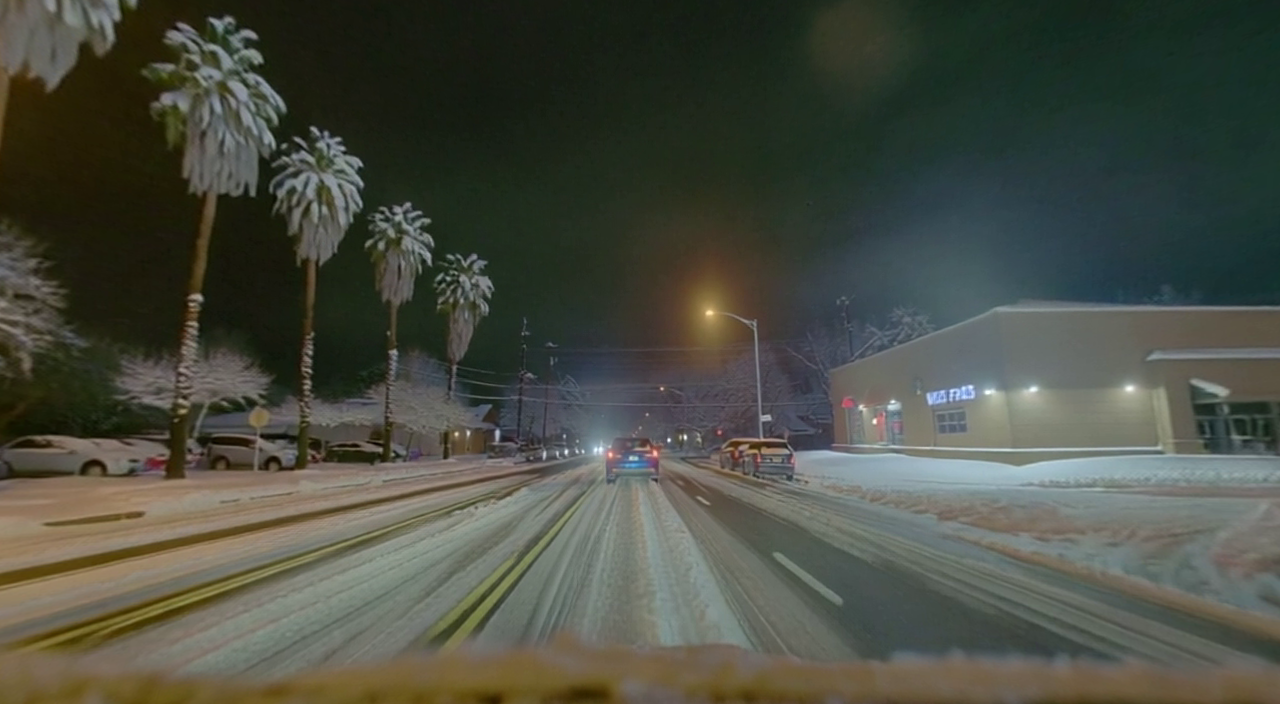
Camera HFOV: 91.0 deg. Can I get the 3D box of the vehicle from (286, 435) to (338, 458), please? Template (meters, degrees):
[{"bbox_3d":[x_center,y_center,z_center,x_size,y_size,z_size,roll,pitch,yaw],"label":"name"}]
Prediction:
[{"bbox_3d":[-23.003,6.661,44.291,1.829,1.492,4.487,1,-9,-8],"label":"vehicle"}]

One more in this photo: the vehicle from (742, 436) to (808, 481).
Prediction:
[{"bbox_3d":[5.878,4.699,27.991,1.945,1.791,4.460,0,-9,0],"label":"vehicle"}]

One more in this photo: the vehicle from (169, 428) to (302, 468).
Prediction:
[{"bbox_3d":[-19.133,4.543,29.919,4.976,1.741,1.986,7,-11,-40],"label":"vehicle"}]

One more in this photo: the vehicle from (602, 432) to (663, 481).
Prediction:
[{"bbox_3d":[-0.283,4.213,25.611,2.264,1.798,4.563,0,-8,0],"label":"vehicle"}]

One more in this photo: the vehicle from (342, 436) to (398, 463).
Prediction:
[{"bbox_3d":[-17.715,6.404,41.514,2.084,1.678,4.707,1,-9,-7],"label":"vehicle"}]

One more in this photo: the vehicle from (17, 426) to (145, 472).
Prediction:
[{"bbox_3d":[-22.109,3.859,25.178,1.860,1.656,4.483,2,-9,-14],"label":"vehicle"}]
